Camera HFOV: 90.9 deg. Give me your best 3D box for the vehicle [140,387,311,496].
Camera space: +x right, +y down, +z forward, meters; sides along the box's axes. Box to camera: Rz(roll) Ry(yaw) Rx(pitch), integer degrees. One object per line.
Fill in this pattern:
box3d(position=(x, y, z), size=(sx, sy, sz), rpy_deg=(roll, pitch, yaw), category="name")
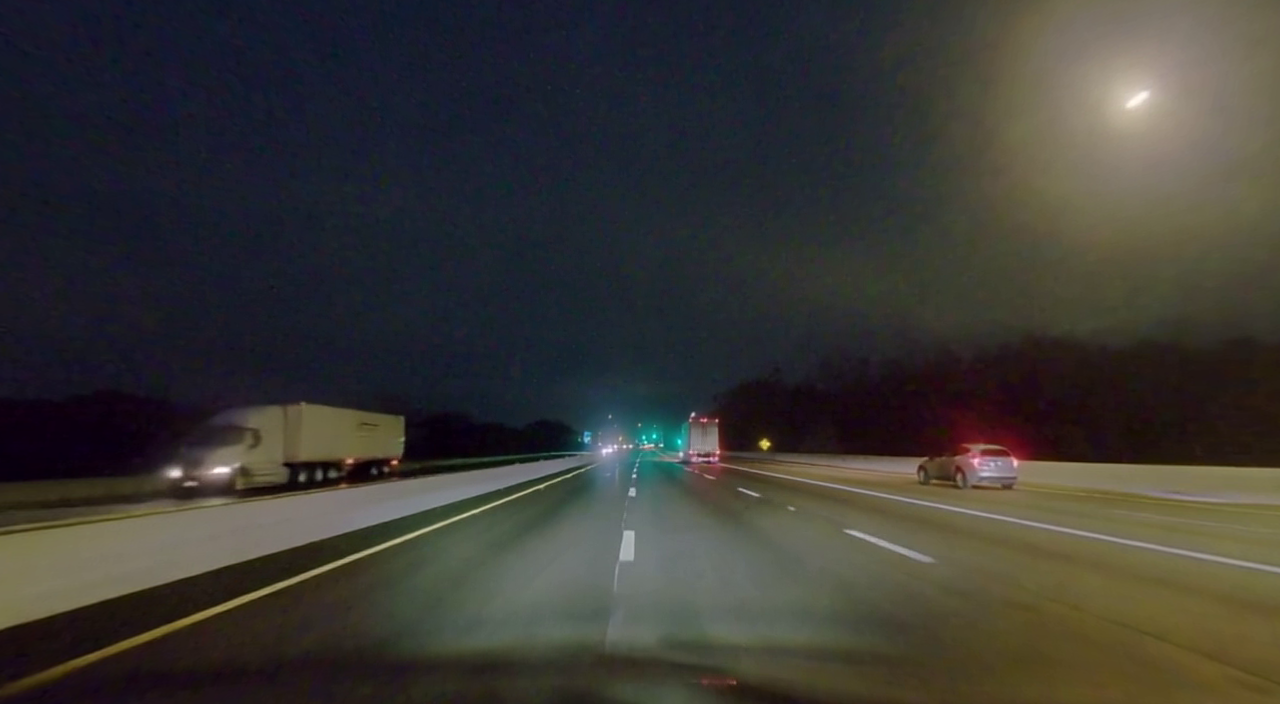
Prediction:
box3d(position=(-17.092, 3.784, 26.626), size=(2.941, 4.060, 5.864), rpy_deg=(0, -9, 0), category="vehicle")
